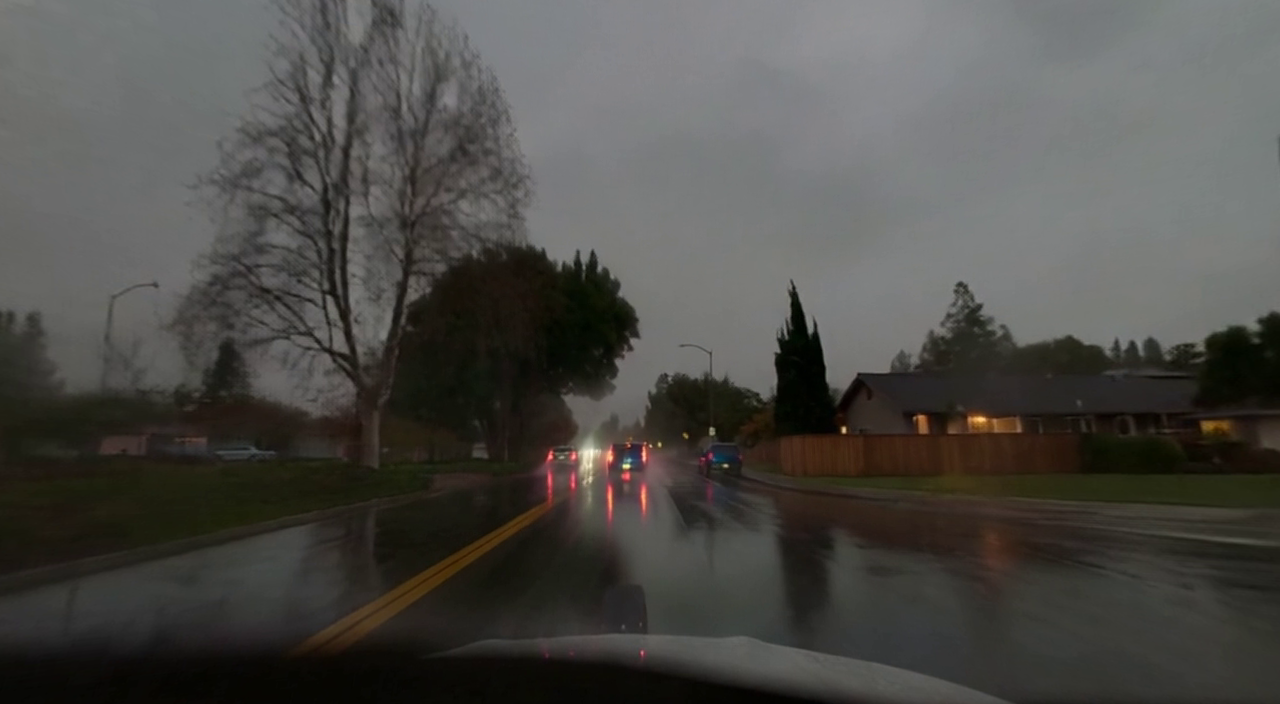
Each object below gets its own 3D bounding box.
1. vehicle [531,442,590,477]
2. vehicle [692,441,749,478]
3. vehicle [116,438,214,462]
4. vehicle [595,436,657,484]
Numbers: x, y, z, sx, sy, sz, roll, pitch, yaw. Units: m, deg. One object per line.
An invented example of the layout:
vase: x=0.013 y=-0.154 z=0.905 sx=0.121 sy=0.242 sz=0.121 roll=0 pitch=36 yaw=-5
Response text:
vehicle: x=-3.531 y=4.872 z=28.705 sx=2.032 sy=1.433 sz=4.458 roll=0 pitch=-8 yaw=1
vehicle: x=4.002 y=5.440 z=32.084 sx=2.332 sy=1.769 sz=4.518 roll=0 pitch=-8 yaw=0
vehicle: x=-32.232 y=6.666 z=42.704 sx=4.891 sy=1.538 sz=2.059 roll=0 pitch=-9 yaw=0
vehicle: x=-0.487 y=4.211 z=24.793 sx=2.220 sy=1.742 sz=4.047 roll=0 pitch=-8 yaw=0
